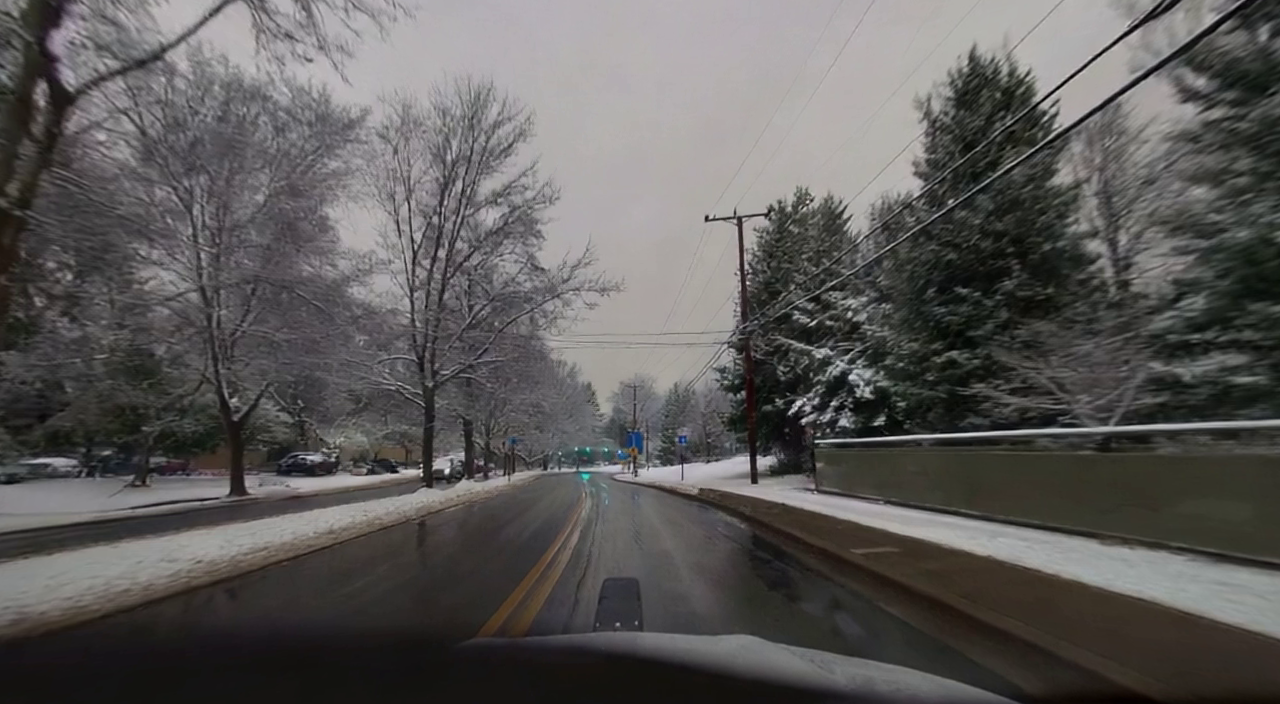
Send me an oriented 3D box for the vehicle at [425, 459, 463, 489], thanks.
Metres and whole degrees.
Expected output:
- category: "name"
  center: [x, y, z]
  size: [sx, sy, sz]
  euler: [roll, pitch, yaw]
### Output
- category: "vehicle"
  center: [-13.188, 8.128, 42.184]
  size: [1.861, 1.736, 4.241]
  euler: [2, -9, -25]
